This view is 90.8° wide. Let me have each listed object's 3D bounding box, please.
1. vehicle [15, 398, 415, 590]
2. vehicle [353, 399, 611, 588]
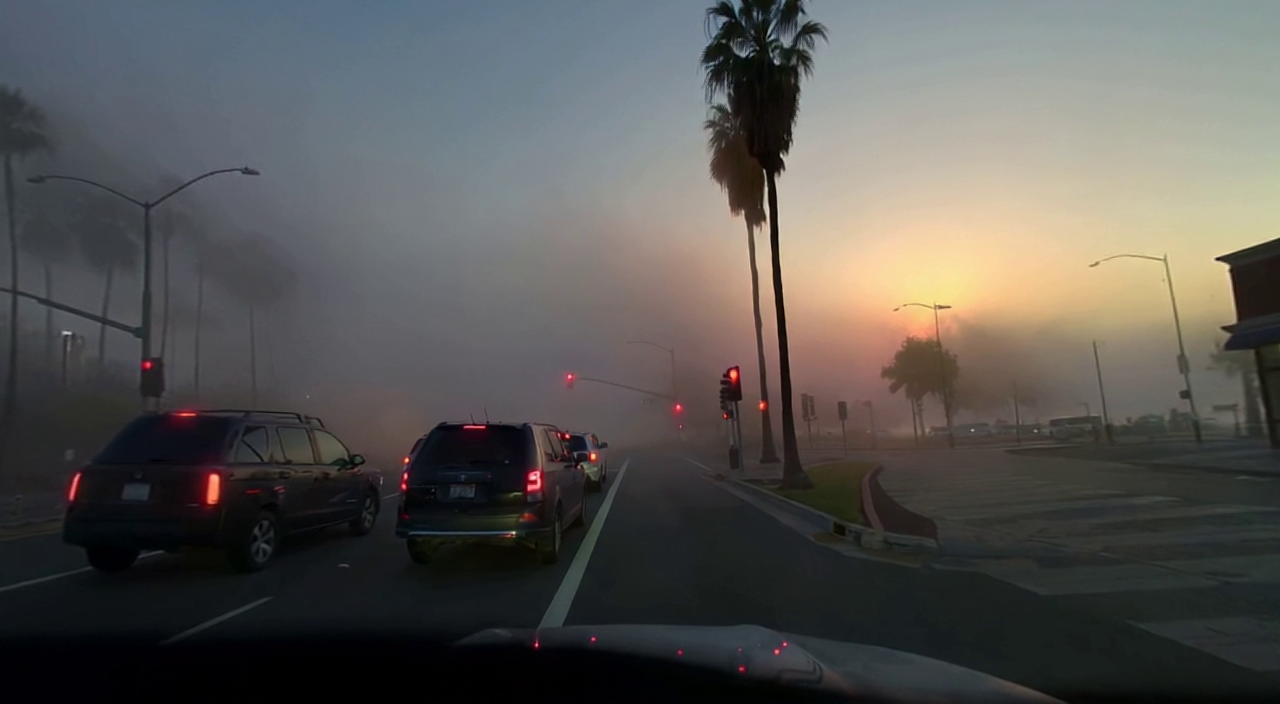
[{"bbox_3d":[-5.026,1.751,8.639,2.025,1.862,4.804,0,-9,1],"label":"vehicle"},{"bbox_3d":[-1.586,1.664,8.182,2.153,1.759,4.320,0,-9,1],"label":"vehicle"}]
